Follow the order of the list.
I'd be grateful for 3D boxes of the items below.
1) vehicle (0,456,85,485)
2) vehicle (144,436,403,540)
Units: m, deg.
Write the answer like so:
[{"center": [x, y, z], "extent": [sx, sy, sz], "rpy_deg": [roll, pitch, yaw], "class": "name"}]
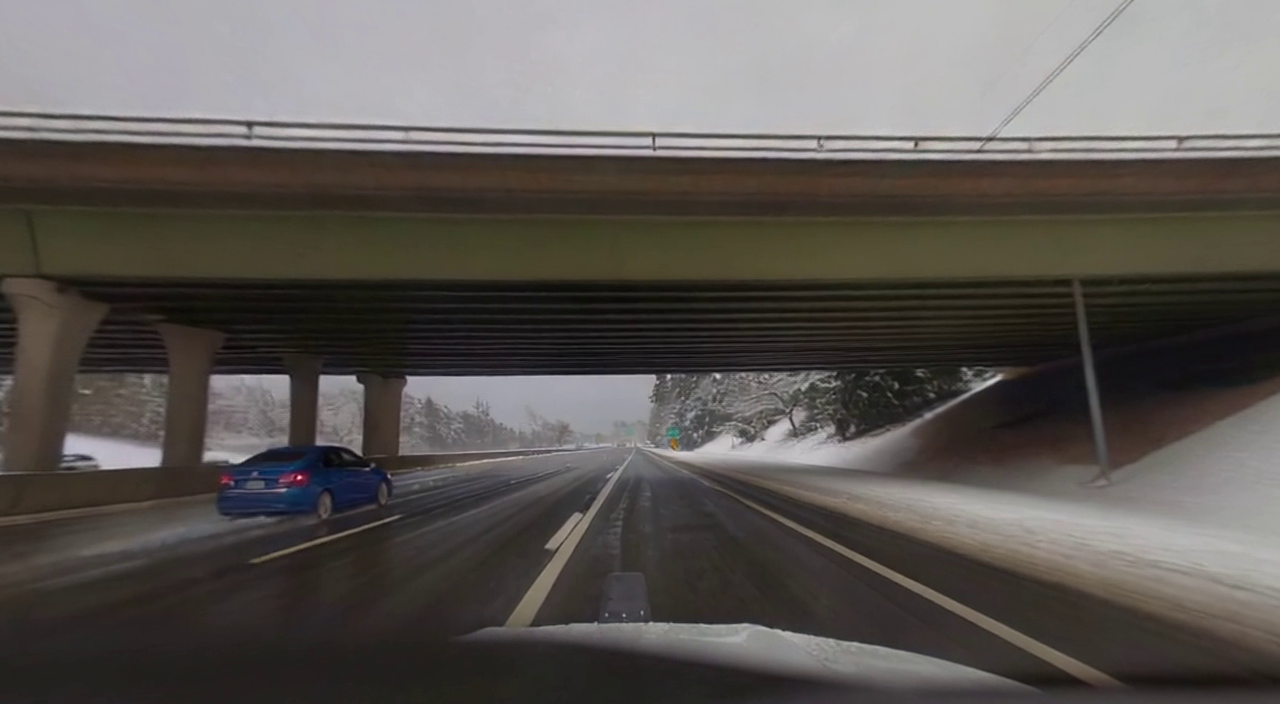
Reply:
[{"center": [-35.021, 6.809, 36.554], "extent": [1.809, 1.471, 4.289], "rpy_deg": [0, -8, -1], "class": "vehicle"}, {"center": [-6.445, 2.397, 11.927], "extent": [2.105, 1.551, 4.602], "rpy_deg": [0, -8, 0], "class": "vehicle"}]
